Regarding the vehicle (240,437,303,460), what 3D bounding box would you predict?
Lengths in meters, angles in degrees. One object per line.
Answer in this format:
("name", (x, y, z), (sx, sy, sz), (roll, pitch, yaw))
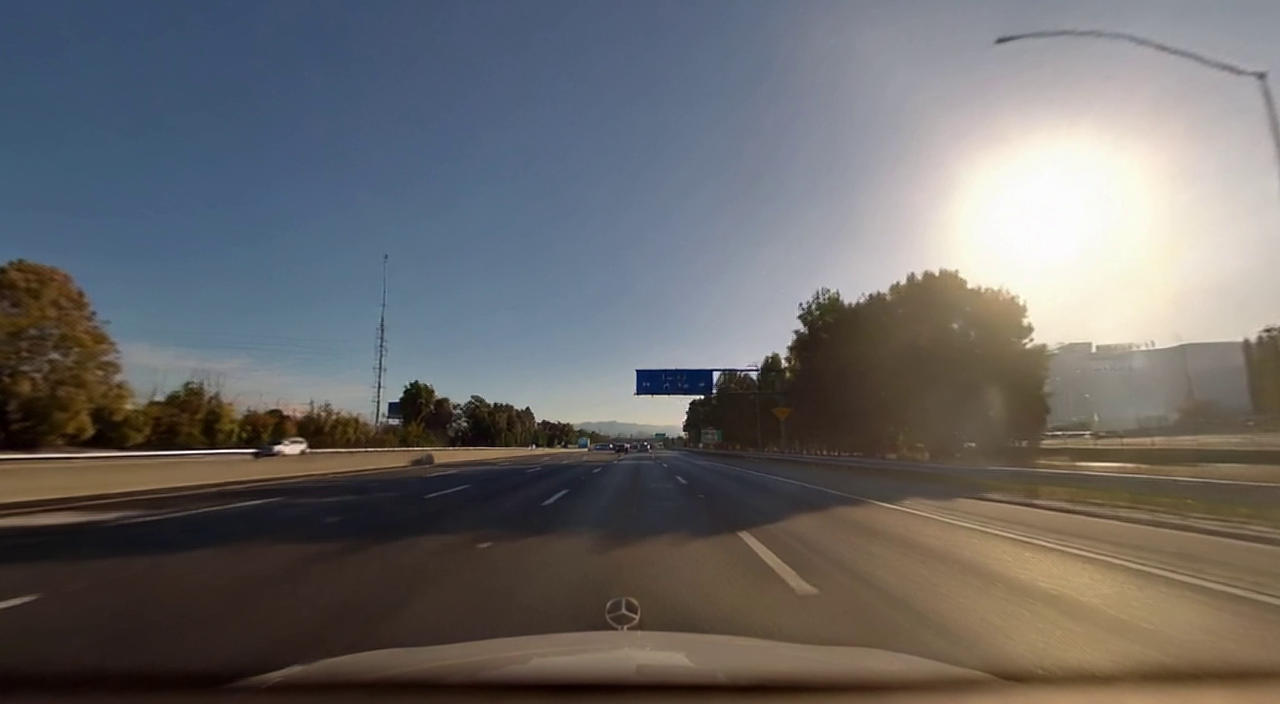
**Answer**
("vehicle", (-28.818, 7.586, 49.418), (2.043, 1.691, 4.620), (0, -9, 2))
